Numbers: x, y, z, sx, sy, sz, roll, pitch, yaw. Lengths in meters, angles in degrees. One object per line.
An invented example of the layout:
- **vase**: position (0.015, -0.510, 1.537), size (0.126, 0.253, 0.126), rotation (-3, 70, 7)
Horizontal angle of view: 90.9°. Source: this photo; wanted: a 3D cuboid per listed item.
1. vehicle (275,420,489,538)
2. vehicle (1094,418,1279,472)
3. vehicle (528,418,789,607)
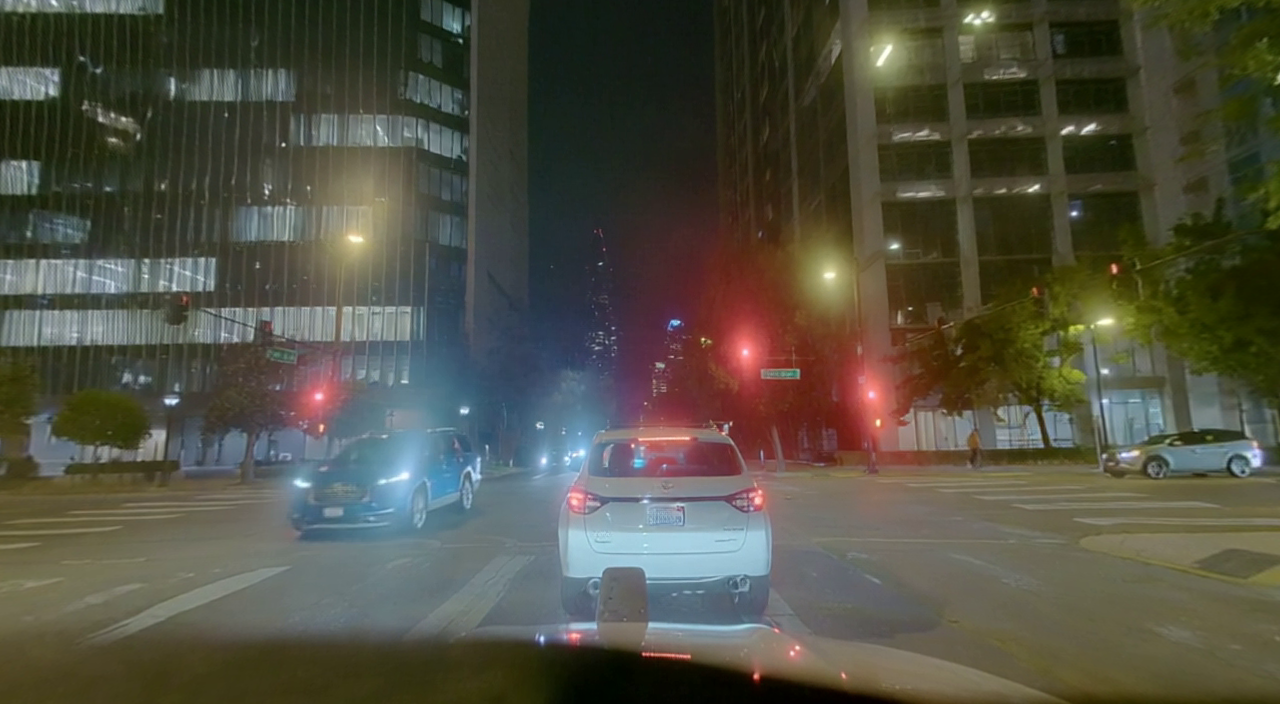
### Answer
- **vehicle**: position (-4.461, 2.257, 11.883), size (2.006, 1.756, 4.599), rotation (0, -8, 1)
- **vehicle**: position (19.118, 3.269, 22.225), size (4.675, 1.772, 1.945), rotation (0, -8, 0)
- **vehicle**: position (-0.141, 1.653, 7.485), size (1.893, 1.532, 4.145), rotation (2, -9, -16)
